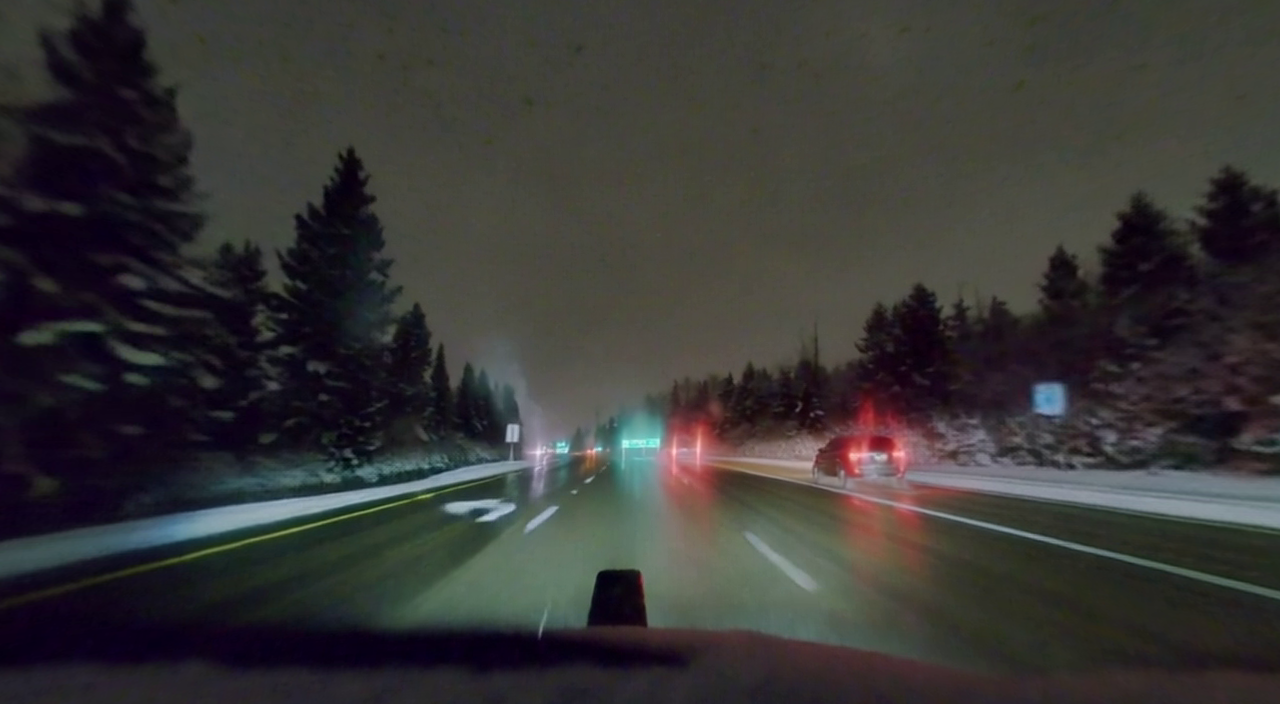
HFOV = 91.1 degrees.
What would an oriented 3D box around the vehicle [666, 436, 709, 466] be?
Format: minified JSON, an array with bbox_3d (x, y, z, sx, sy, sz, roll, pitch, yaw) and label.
[{"bbox_3d":[3.104,6.538,41.775,2.233,1.861,4.494,1,-8,-3],"label":"vehicle"}]
